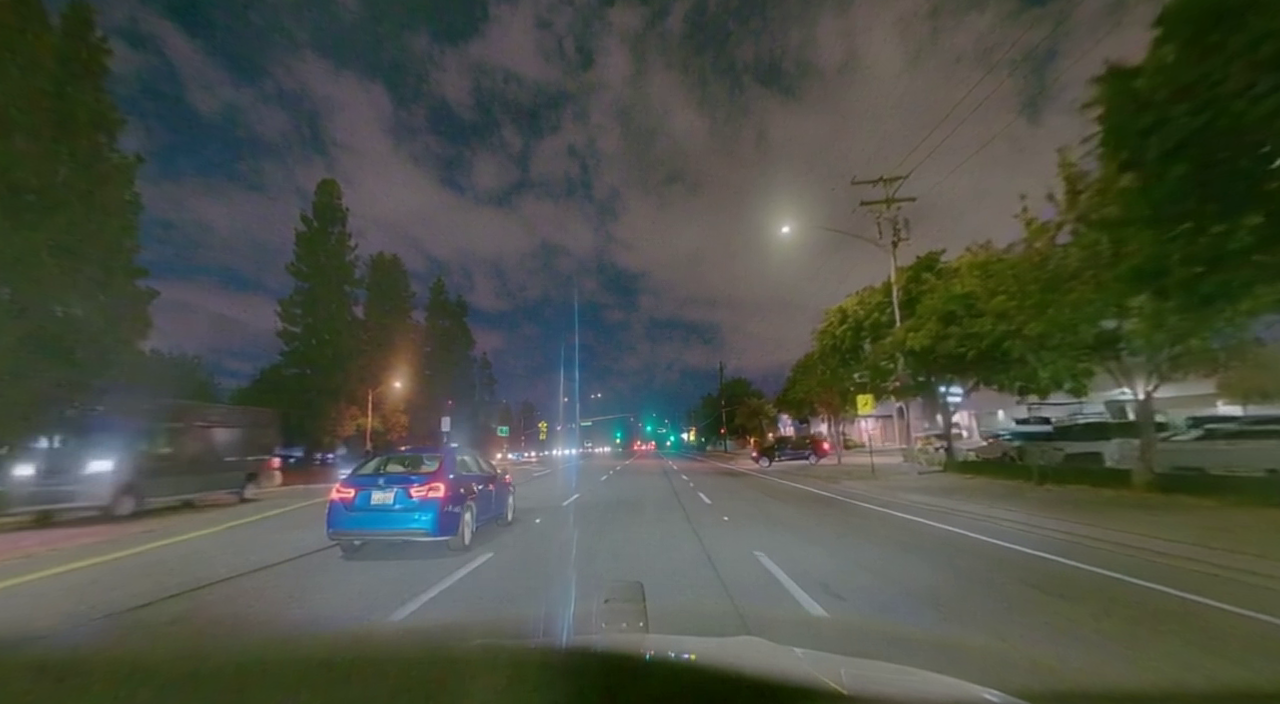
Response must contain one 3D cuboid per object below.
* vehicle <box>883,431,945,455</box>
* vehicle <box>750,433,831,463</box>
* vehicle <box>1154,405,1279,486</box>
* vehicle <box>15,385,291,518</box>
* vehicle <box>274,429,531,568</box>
[{"bbox_3d":[17.565,5.875,40.616,1.966,1.451,4.297,0,-9,-1],"label":"vehicle"},{"bbox_3d":[8.892,5.691,37.461,4.511,1.720,2.131,-2,-8,11],"label":"vehicle"},{"bbox_3d":[13.310,1.858,12.631,4.133,1.466,2.103,0,-9,0],"label":"vehicle"},{"bbox_3d":[-14.758,3.131,20.170,2.826,3.446,7.237,-1,-9,1],"label":"vehicle"},{"bbox_3d":[-2.978,1.932,9.128,1.924,1.480,4.421,-1,-8,1],"label":"vehicle"}]
